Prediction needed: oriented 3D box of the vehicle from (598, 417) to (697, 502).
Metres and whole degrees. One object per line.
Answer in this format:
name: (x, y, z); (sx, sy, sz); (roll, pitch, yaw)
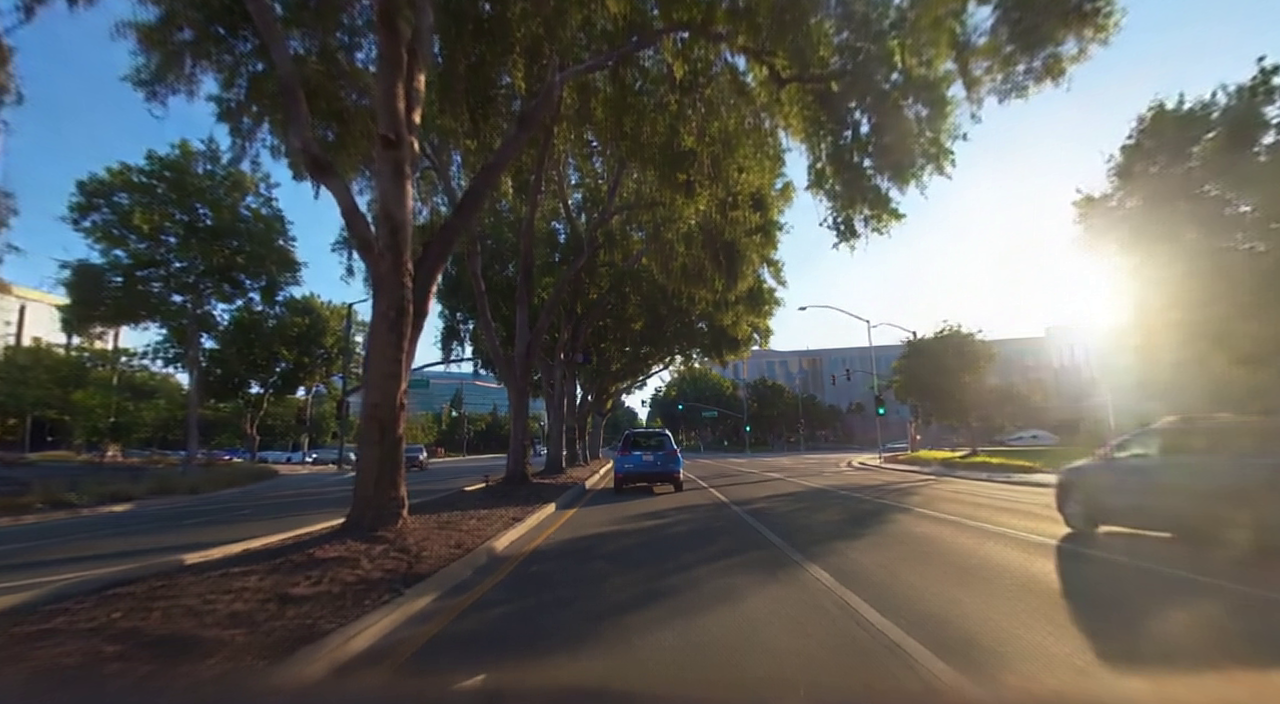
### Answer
vehicle: (0.224, 2.845, 16.982); (2.267, 1.926, 4.708); (0, -9, 1)

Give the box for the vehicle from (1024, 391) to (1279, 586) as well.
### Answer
vehicle: (6.908, 1.438, 7.087); (2.447, 1.707, 4.396); (0, -9, 1)

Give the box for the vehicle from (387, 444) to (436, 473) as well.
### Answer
vehicle: (-13.951, 6.425, 38.481); (2.209, 1.627, 4.582); (4, -10, -26)
